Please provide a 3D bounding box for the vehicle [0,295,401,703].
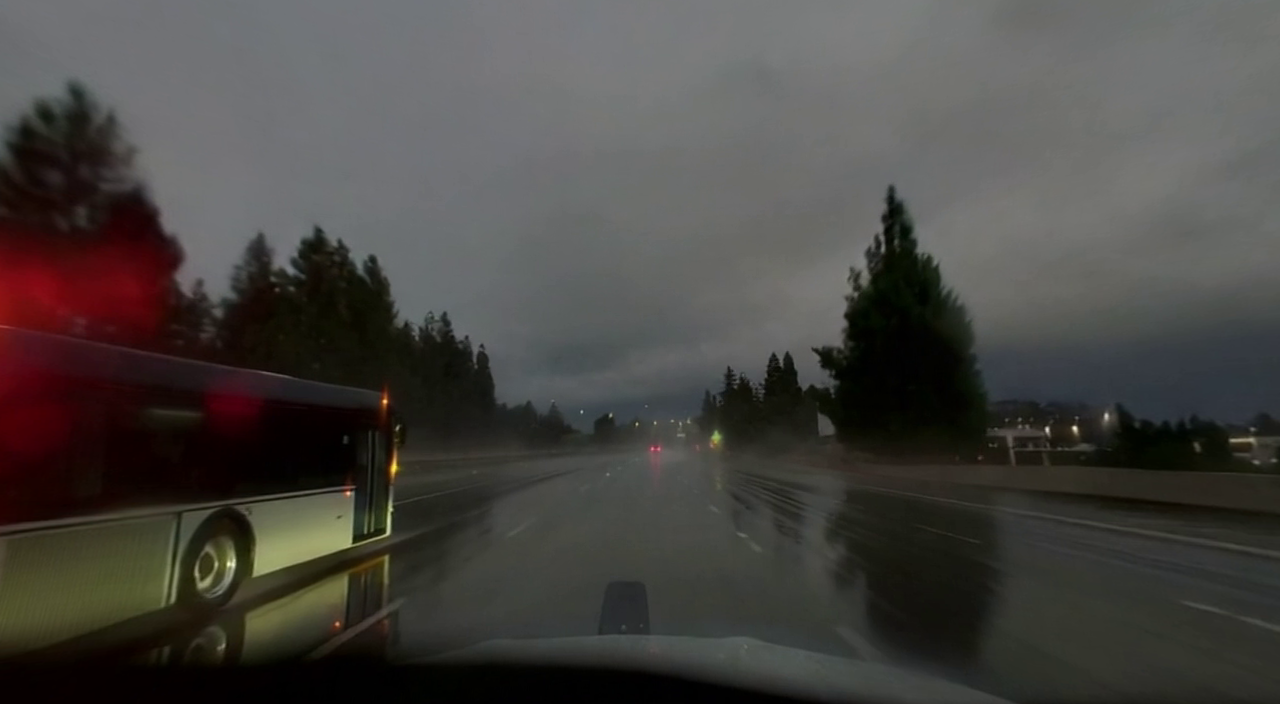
[{"bbox_3d":[-3.980,1.034,4.874,2.127,1.985,5.205,0,-8,1],"label":"vehicle"}]
